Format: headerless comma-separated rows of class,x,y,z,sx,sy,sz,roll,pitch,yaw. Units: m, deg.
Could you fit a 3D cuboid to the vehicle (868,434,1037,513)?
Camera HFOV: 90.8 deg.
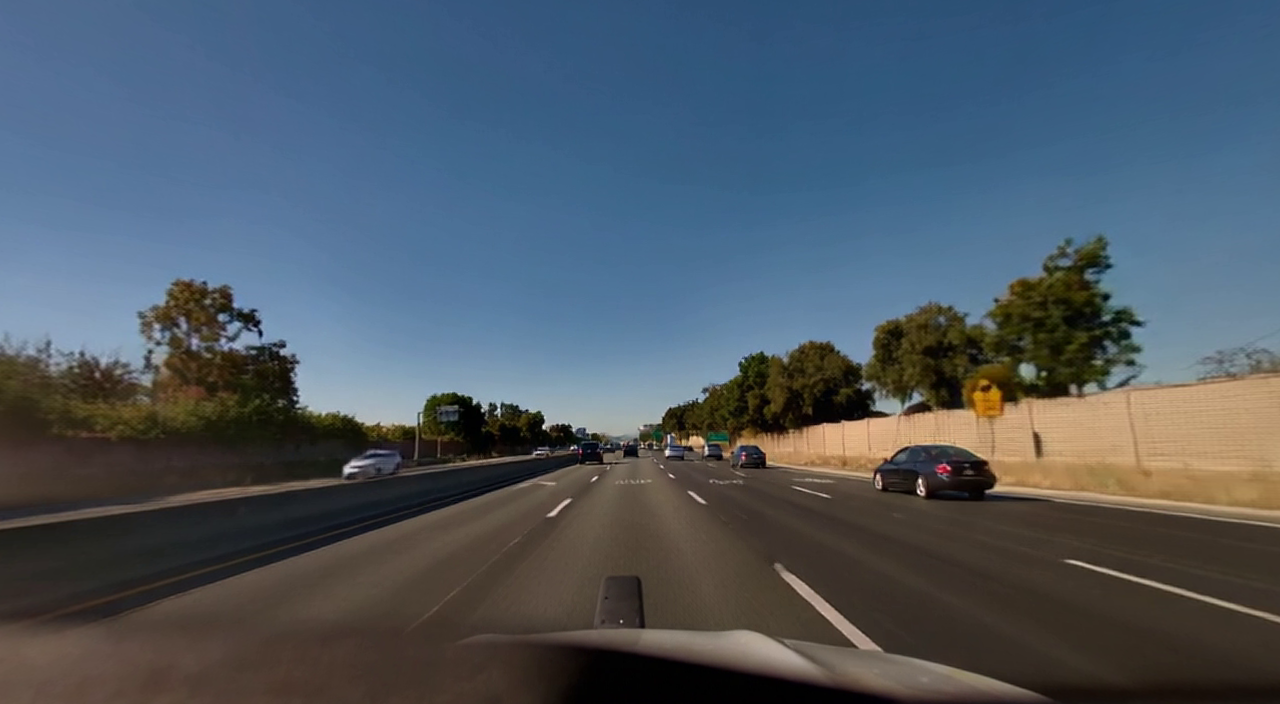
vehicle,6.721,2.624,14.105,1.838,1.518,3.713,0,-8,-1

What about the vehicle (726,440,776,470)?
vehicle,6.306,5.889,36.346,1.987,1.597,4.463,0,-8,-1

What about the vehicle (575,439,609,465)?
vehicle,-3.557,7.478,47.361,2.230,1.827,4.406,0,-8,0
